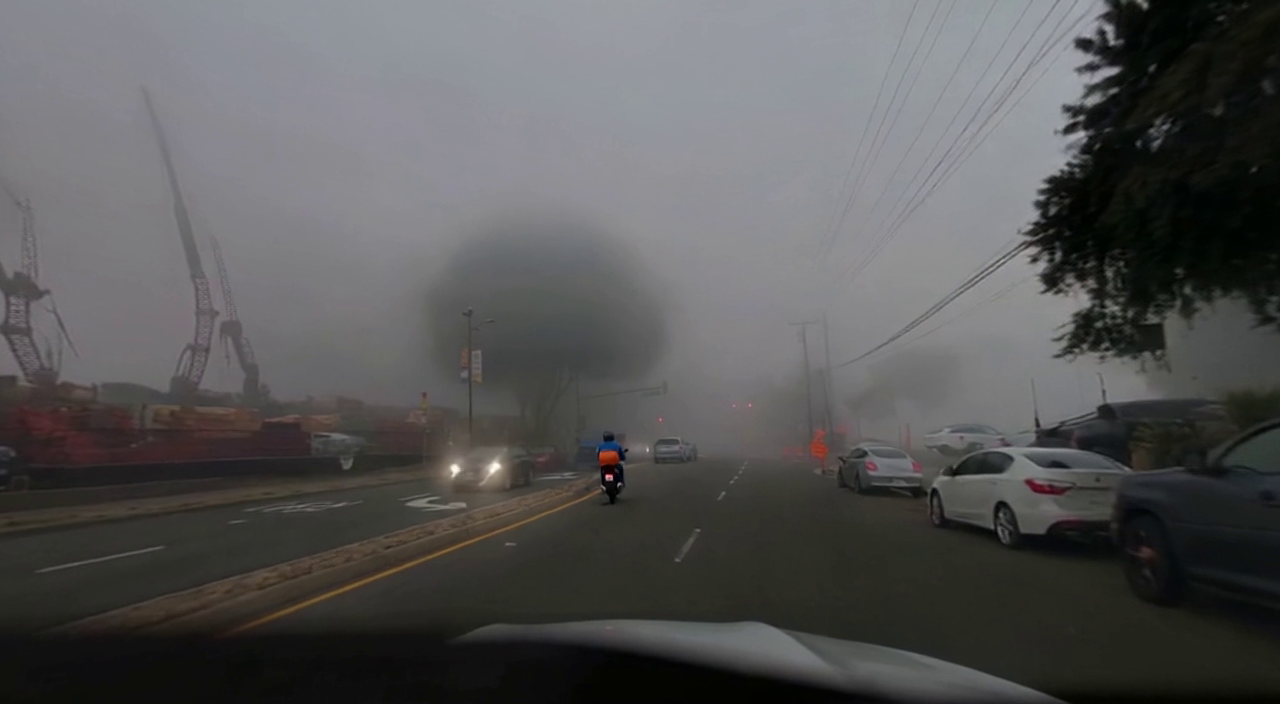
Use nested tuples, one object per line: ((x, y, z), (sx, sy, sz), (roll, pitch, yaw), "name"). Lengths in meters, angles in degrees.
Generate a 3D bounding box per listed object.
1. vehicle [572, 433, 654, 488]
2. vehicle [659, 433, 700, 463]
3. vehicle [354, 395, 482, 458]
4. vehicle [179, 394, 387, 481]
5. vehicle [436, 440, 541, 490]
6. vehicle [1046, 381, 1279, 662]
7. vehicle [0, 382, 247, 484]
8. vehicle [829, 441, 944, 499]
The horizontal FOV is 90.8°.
((-0.766, 3.530, 20.852), (1.925, 1.602, 4.090), (-1, -8, 8), "vehicle")
((2.799, 6.635, 43.630), (2.295, 1.929, 5.498), (-1, -8, 9), "vehicle")
((-13.133, 4.718, 38.714), (2.996, 3.170, 10.153), (-5, -9, 8), "vehicle")
((-14.776, 3.754, 27.478), (2.990, 3.144, 9.080), (-1, -8, 6), "vehicle")
((-5.025, 3.816, 21.709), (2.105, 1.509, 4.753), (-1, -8, 4), "vehicle")
((5.382, 1.109, 4.117), (2.387, 1.820, 5.286), (-1, -8, 6), "vehicle")
((-20.802, 3.331, 25.969), (3.283, 3.441, 8.669), (-1, -8, 4), "vehicle")
((6.981, 3.352, 18.430), (1.973, 1.457, 4.522), (-1, -8, 6), "vehicle")
